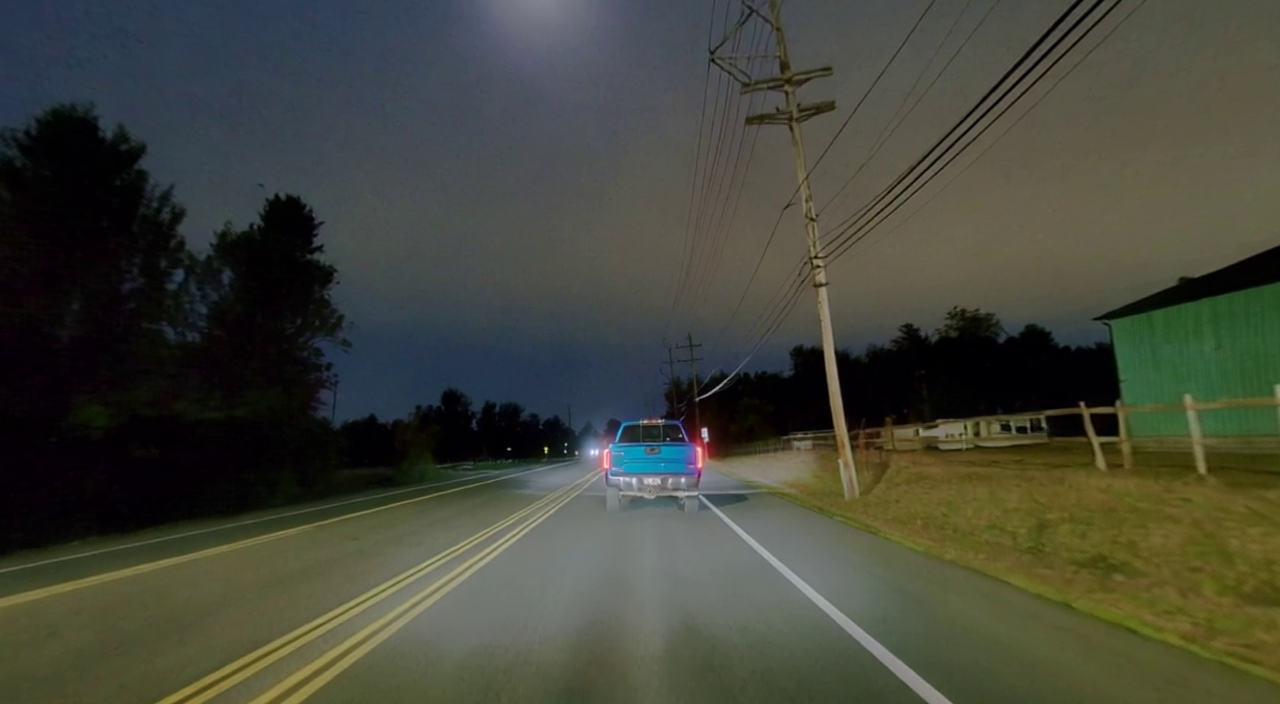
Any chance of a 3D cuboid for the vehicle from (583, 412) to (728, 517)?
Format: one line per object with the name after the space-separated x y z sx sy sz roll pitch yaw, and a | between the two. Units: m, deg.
0.242 2.563 14.972 2.693 1.941 6.356 0 -9 -1 | vehicle
